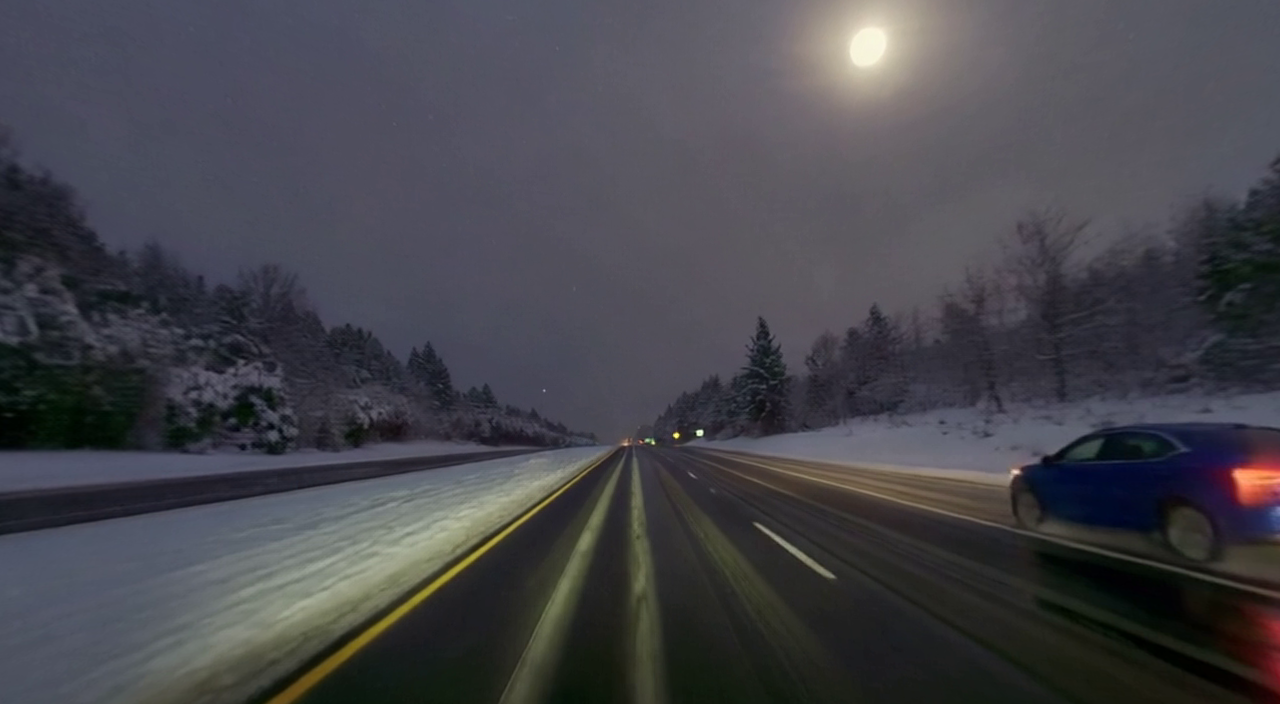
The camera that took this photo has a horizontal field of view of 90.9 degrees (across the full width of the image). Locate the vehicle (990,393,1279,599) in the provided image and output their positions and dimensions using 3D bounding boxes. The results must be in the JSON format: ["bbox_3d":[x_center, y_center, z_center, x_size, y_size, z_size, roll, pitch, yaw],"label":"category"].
[{"bbox_3d":[6.399,1.411,6.803,2.273,1.698,4.863,0,-8,-2],"label":"vehicle"}]
